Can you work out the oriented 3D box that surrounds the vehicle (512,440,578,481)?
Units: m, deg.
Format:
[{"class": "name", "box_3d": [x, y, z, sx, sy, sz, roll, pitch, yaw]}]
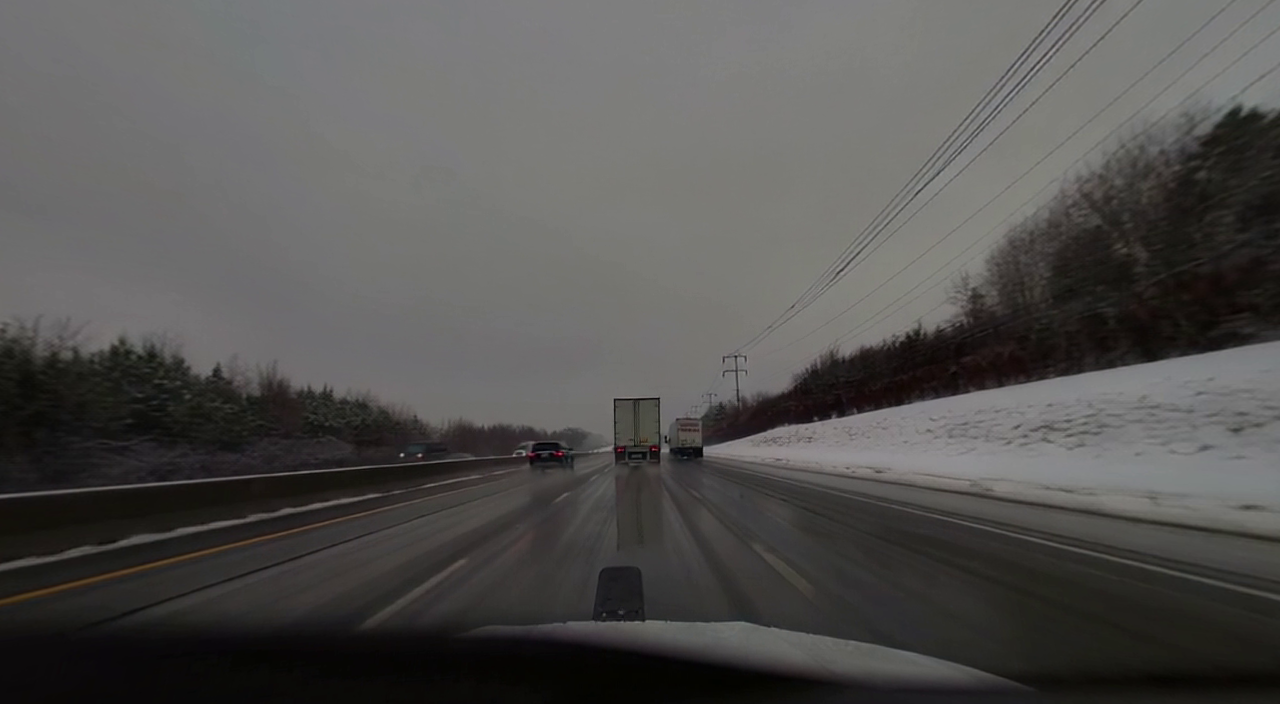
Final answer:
[{"class": "vehicle", "box_3d": [-4.127, 4.812, 28.224, 2.170, 1.657, 4.573, 0, -9, 1]}]

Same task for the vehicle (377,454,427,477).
[{"class": "vehicle", "box_3d": [-17.285, 8.239, 46.067, 1.870, 1.513, 4.752, 0, -9, -1]}]

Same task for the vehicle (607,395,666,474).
[{"class": "vehicle", "box_3d": [-0.133, 5.042, 37.626, 2.985, 4.025, 10.982, 0, -9, 1]}]
